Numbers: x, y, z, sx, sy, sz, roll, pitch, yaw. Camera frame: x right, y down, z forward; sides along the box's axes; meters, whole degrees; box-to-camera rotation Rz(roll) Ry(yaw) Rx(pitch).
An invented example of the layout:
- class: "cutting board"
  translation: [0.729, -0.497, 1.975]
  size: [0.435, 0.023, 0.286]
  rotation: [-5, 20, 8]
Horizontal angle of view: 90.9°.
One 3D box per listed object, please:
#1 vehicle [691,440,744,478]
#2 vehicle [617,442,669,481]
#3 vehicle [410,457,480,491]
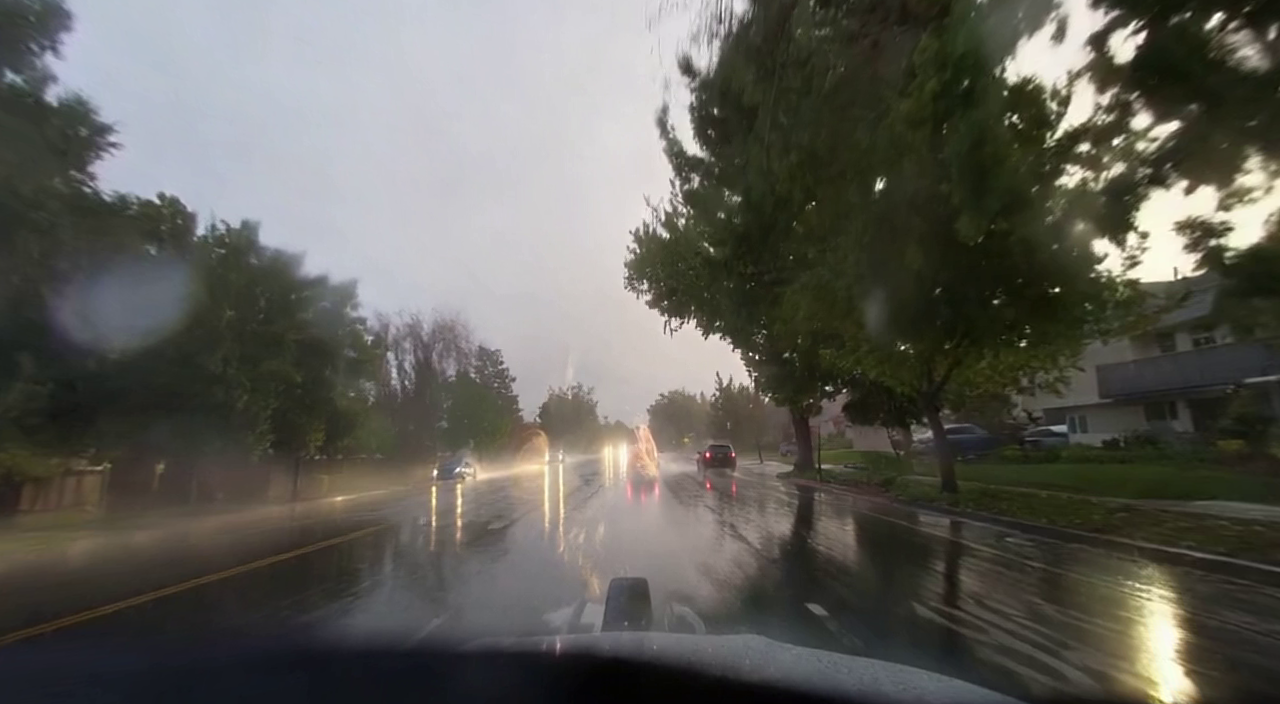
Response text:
- class: "vehicle"
  translation: [3.728, 5.255, 31.157]
  size: [2.024, 1.711, 4.512]
  rotation: [0, -8, -1]
- class: "vehicle"
  translation: [0.129, 4.971, 28.927]
  size: [2.200, 1.653, 4.127]
  rotation: [0, -8, 0]
- class: "vehicle"
  translation: [-9.779, 6.131, 31.989]
  size: [1.916, 1.492, 4.677]
  rotation: [-1, -8, 2]
